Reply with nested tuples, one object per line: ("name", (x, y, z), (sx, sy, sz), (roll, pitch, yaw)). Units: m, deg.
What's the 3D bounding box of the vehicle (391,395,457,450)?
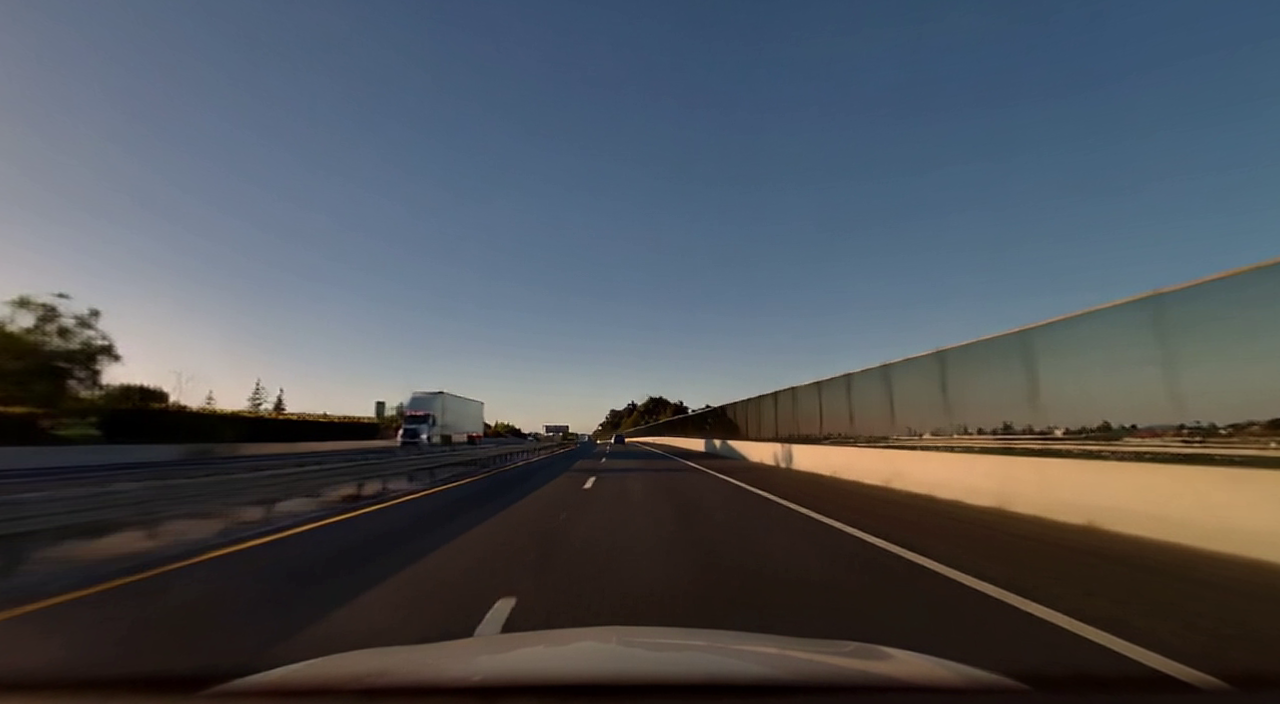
("vehicle", (-16.465, 5.464, 48.466), (3.006, 3.965, 5.994), (1, -8, -2))
